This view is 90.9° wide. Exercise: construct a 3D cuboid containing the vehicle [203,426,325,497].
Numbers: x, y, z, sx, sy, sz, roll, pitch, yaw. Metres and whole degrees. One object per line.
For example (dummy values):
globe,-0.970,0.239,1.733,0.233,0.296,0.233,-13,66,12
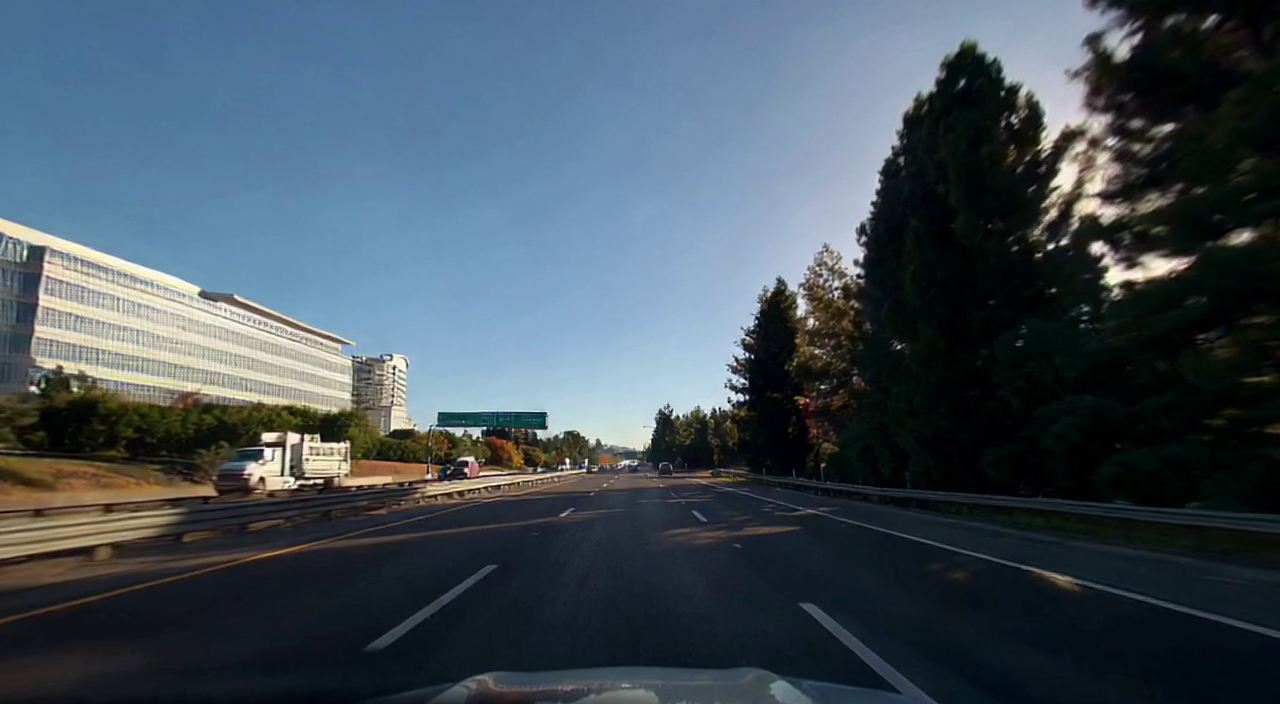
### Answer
vehicle,-20.255,6.012,34.445,2.966,3.465,5.874,1,-10,-1
